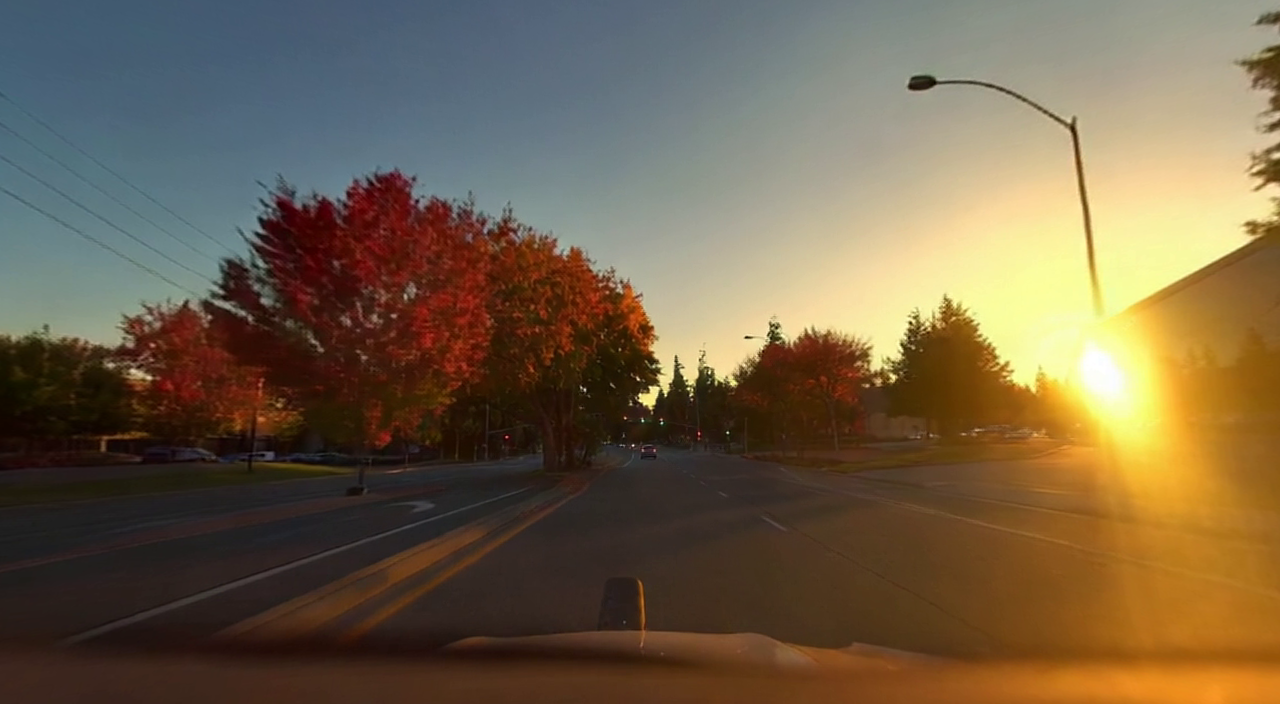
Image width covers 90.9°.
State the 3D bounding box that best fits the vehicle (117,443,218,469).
[{"bbox_3d":[-30.323,6.744,40.599,4.706,1.457,1.999,3,-11,-5],"label":"vehicle"}]
